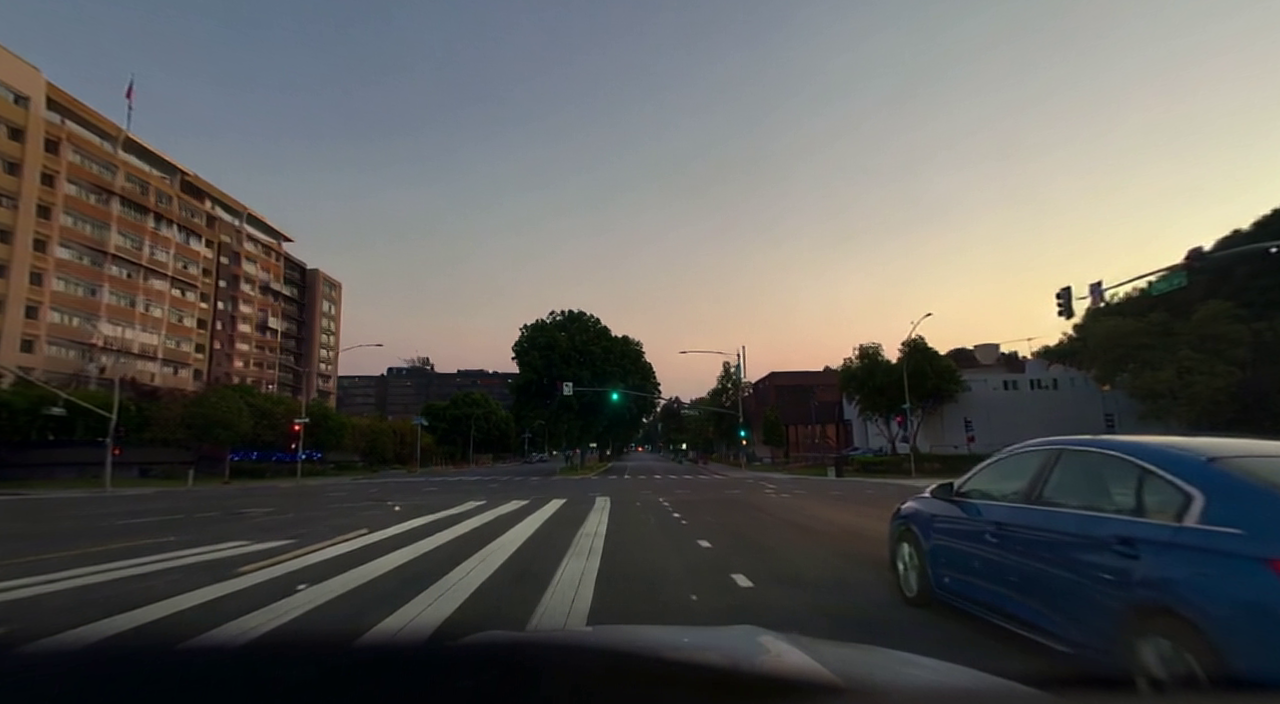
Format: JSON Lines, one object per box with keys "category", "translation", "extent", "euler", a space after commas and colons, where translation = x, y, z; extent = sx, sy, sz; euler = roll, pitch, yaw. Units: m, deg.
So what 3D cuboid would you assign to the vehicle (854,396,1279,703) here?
{"category": "vehicle", "translation": [3.136, 1.146, 3.584], "extent": [2.089, 1.539, 4.767], "euler": [0, -9, -1]}
